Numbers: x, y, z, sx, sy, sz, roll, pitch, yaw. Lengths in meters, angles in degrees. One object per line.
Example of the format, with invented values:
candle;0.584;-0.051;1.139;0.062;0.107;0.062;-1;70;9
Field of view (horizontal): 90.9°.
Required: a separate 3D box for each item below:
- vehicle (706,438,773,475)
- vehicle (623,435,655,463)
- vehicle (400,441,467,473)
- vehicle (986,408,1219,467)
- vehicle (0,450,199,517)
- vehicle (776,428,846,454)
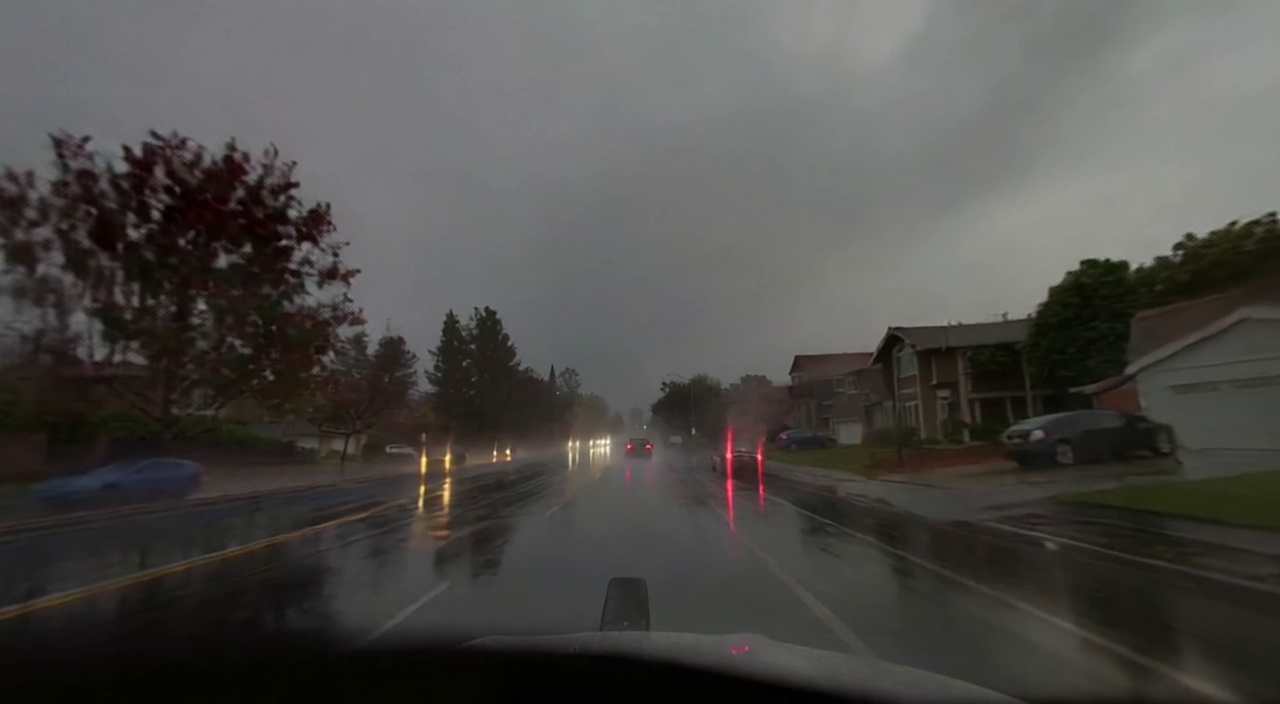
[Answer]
vehicle;4.311;4.629;28.124;2.080;1.469;4.898;0;-8;-1
vehicle;-0.031;6.318;41.154;2.024;1.655;4.301;0;-8;1
vehicle;-11.045;5.636;34.075;1.992;1.518;4.592;-1;-8;1
vehicle;12.584;2.389;17.463;4.720;1.535;2.079;-1;-9;3
vehicle;-14.793;3.560;17.618;1.797;1.471;4.367;-4;-8;0
vehicle;11.551;6.055;42.842;4.230;1.551;1.801;-3;-9;4
